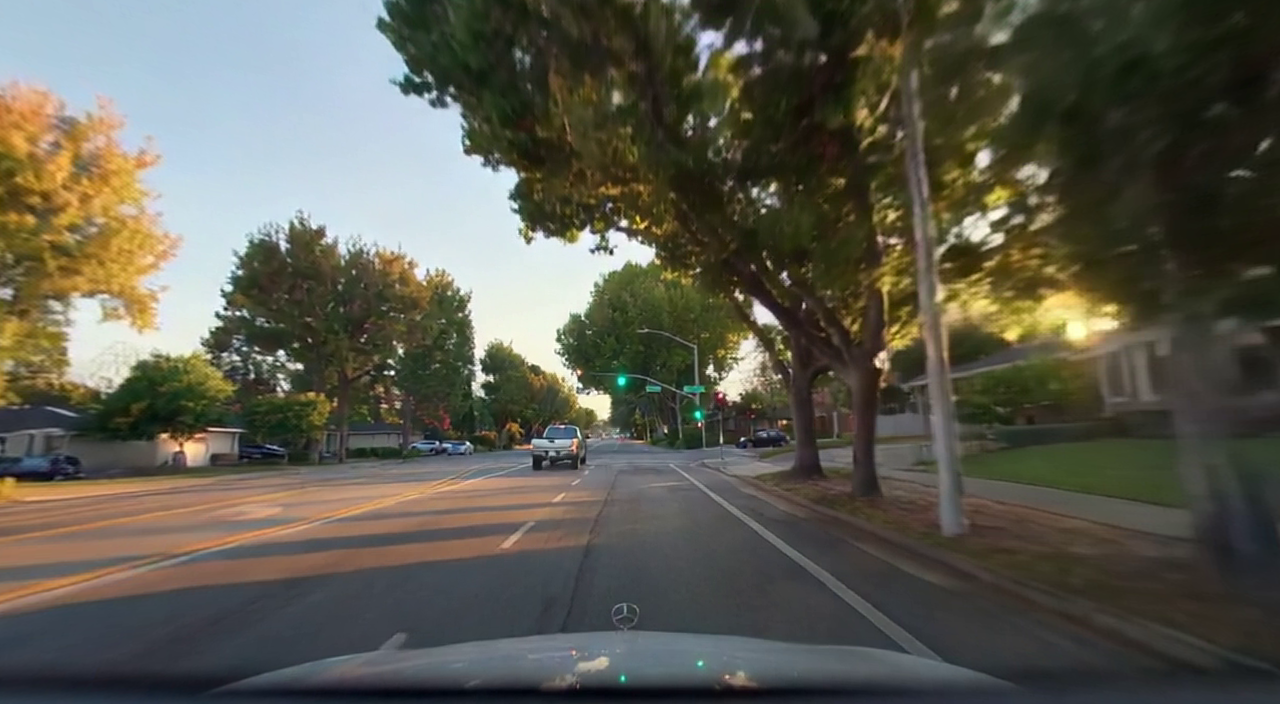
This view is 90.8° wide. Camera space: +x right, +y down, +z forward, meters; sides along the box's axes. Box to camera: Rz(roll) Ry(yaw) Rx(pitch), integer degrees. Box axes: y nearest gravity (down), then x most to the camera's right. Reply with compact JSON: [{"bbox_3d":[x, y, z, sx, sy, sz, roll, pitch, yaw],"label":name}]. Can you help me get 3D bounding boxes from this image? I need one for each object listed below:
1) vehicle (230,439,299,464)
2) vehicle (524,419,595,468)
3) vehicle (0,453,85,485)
[{"bbox_3d":[-28.872,7.697,48.647,4.092,1.624,1.965,-1,-11,-12],"label":"vehicle"},{"bbox_3d":[-3.583,4.233,29.333,2.508,2.001,5.880,0,-8,0],"label":"vehicle"},{"bbox_3d":[-30.283,5.677,30.774,4.506,1.453,2.108,0,-8,1],"label":"vehicle"}]
